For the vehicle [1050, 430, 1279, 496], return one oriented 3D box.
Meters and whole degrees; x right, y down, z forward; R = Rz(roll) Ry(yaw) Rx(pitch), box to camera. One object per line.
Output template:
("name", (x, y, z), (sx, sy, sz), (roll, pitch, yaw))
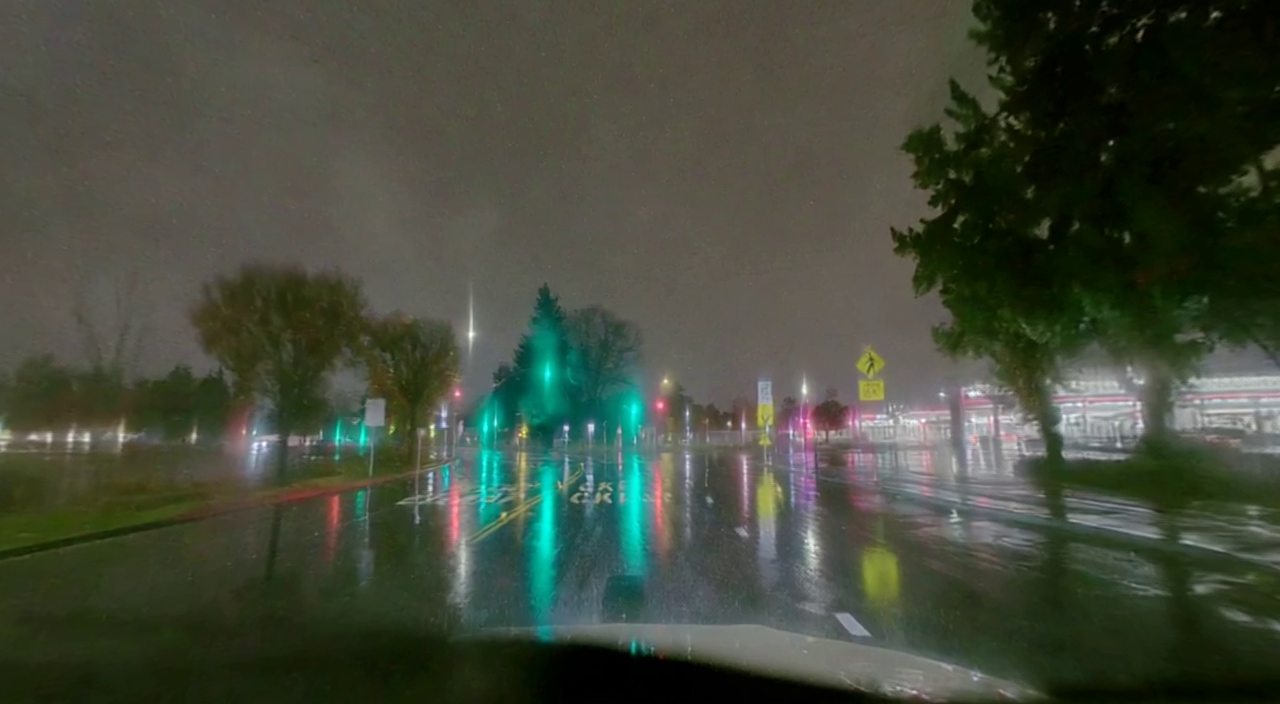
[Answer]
("vehicle", (13.044, 2.675, 15.349), (4.484, 1.443, 2.094), (-1, -9, 10))
